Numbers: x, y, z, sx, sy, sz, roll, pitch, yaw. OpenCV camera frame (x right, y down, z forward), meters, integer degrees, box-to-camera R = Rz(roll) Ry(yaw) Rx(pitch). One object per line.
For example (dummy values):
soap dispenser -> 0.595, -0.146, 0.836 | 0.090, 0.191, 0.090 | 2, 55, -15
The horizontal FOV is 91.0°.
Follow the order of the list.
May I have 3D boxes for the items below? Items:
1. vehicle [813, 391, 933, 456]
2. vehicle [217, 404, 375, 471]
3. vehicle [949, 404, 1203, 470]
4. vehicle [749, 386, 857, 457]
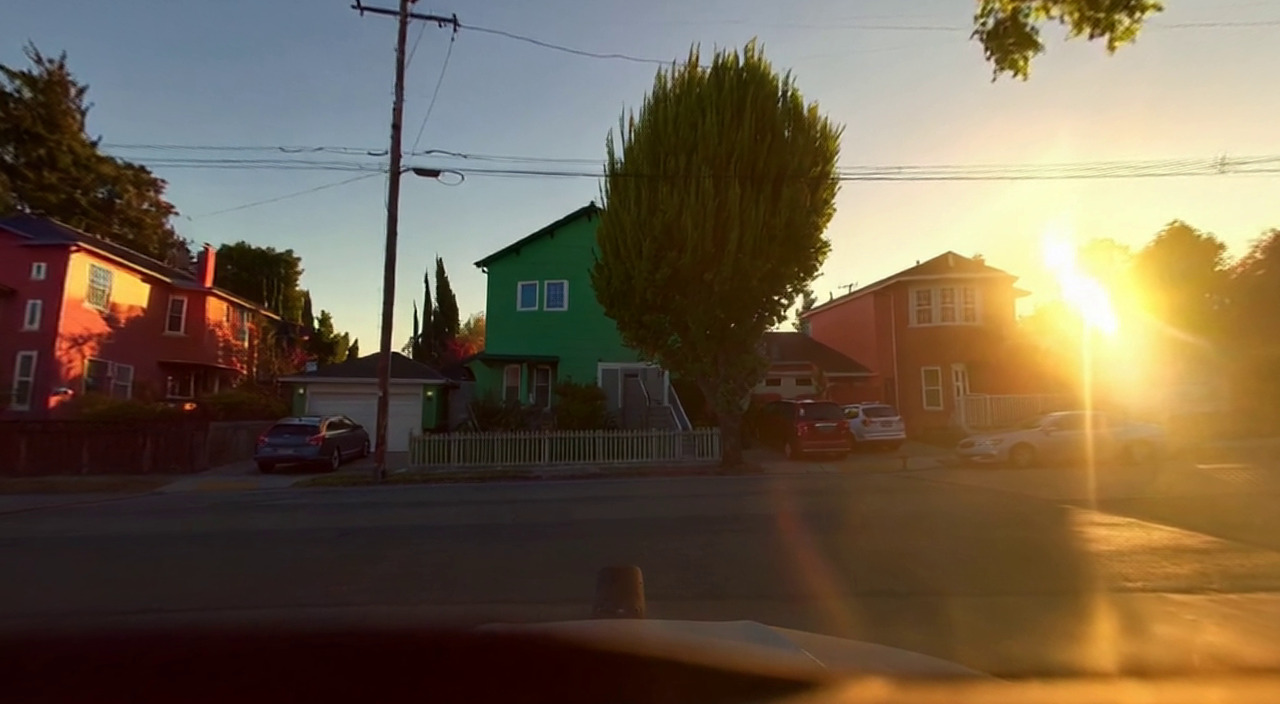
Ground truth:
vehicle -> 6.959, 2.254, 19.295 | 2.053, 1.756, 4.034 | 1, -9, -1
vehicle -> -10.042, 2.591, 18.933 | 2.091, 1.760, 4.760 | 0, -8, -1
vehicle -> 10.381, 2.070, 15.298 | 4.644, 1.482, 1.997 | 0, -8, 1
vehicle -> 4.772, 2.132, 19.179 | 2.081, 1.891, 4.367 | 1, -7, -1
